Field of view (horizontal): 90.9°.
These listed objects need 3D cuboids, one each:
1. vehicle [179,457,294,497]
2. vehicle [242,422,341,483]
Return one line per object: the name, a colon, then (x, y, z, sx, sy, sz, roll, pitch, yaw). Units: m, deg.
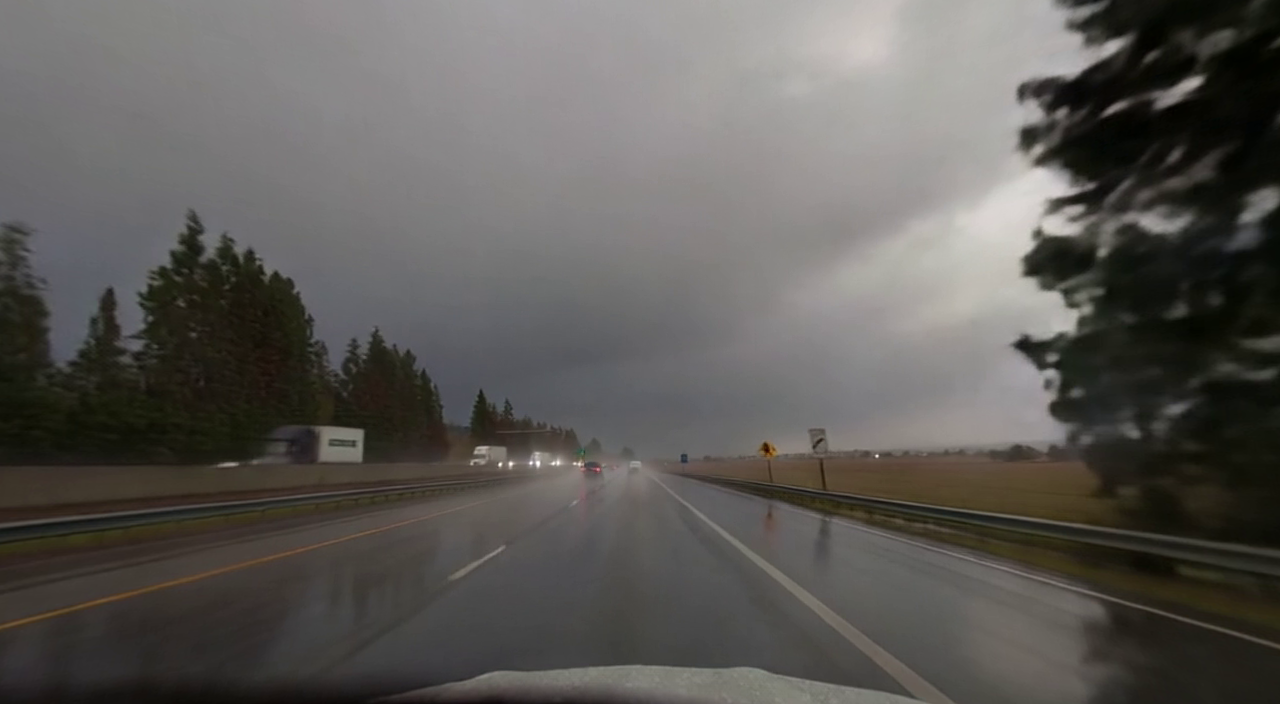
vehicle: (-15.762, 4.919, 24.923, 1.827, 1.423, 4.071, 1, -10, 0)
vehicle: (-23.520, 6.909, 42.942, 3.011, 3.815, 5.893, 1, -10, 1)
